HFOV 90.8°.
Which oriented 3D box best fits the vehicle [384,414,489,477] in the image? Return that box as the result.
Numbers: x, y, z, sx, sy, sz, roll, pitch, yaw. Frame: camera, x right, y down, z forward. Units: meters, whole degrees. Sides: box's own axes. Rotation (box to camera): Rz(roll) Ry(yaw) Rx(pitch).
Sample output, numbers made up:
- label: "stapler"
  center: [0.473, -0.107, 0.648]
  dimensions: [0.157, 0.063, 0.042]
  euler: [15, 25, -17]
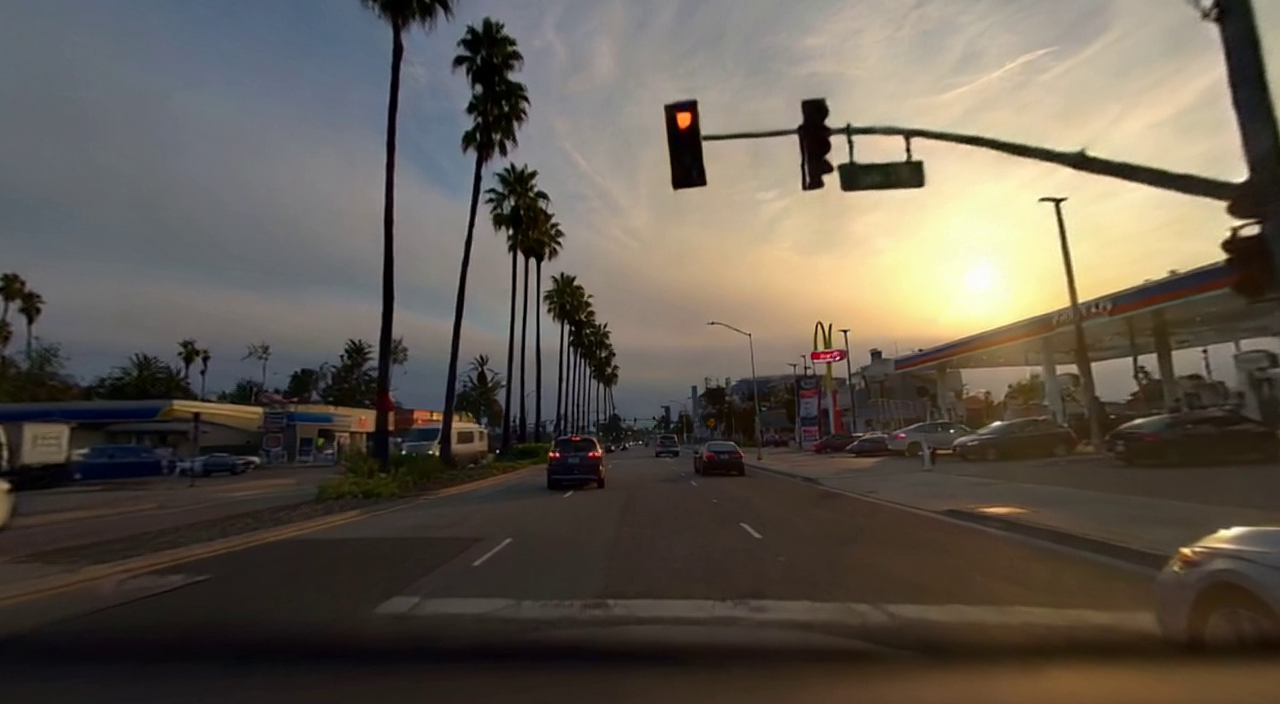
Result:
- label: "vehicle"
  center: [-10.814, 5.093, 34.677]
  dimensions: [2.662, 2.995, 8.344]
  euler: [0, -8, 2]

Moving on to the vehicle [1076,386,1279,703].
- label: "vehicle"
  center: [3.448, 0.699, 1.359]
  dimensions: [1.987, 1.474, 4.198]
  euler: [-1, -9, 0]

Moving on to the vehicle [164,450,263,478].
- label: "vehicle"
  center: [-30.067, 7.911, 44.672]
  dimensions: [5.349, 1.859, 2.259]
  euler: [-1, -10, 0]

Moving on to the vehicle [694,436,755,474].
- label: "vehicle"
  center: [3.458, 4.307, 26.564]
  dimensions: [1.889, 1.448, 4.262]
  euler: [0, -9, -1]

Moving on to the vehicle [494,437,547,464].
- label: "vehicle"
  center: [-8.696, 7.254, 46.387]
  dimensions: [2.169, 1.853, 4.853]
  euler: [-2, -9, 10]

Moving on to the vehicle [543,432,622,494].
- label: "vehicle"
  center: [-1.659, 3.181, 18.338]
  dimensions: [2.021, 1.550, 4.090]
  euler: [0, -9, -5]

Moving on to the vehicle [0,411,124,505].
- label: "vehicle"
  center: [-24.019, 3.929, 23.340]
  dimensions: [2.791, 3.271, 7.924]
  euler: [-1, -9, 3]

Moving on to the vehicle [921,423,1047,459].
- label: "vehicle"
  center: [14.627, 3.827, 27.031]
  dimensions: [4.293, 1.438, 1.773]
  euler: [-1, -9, 1]
